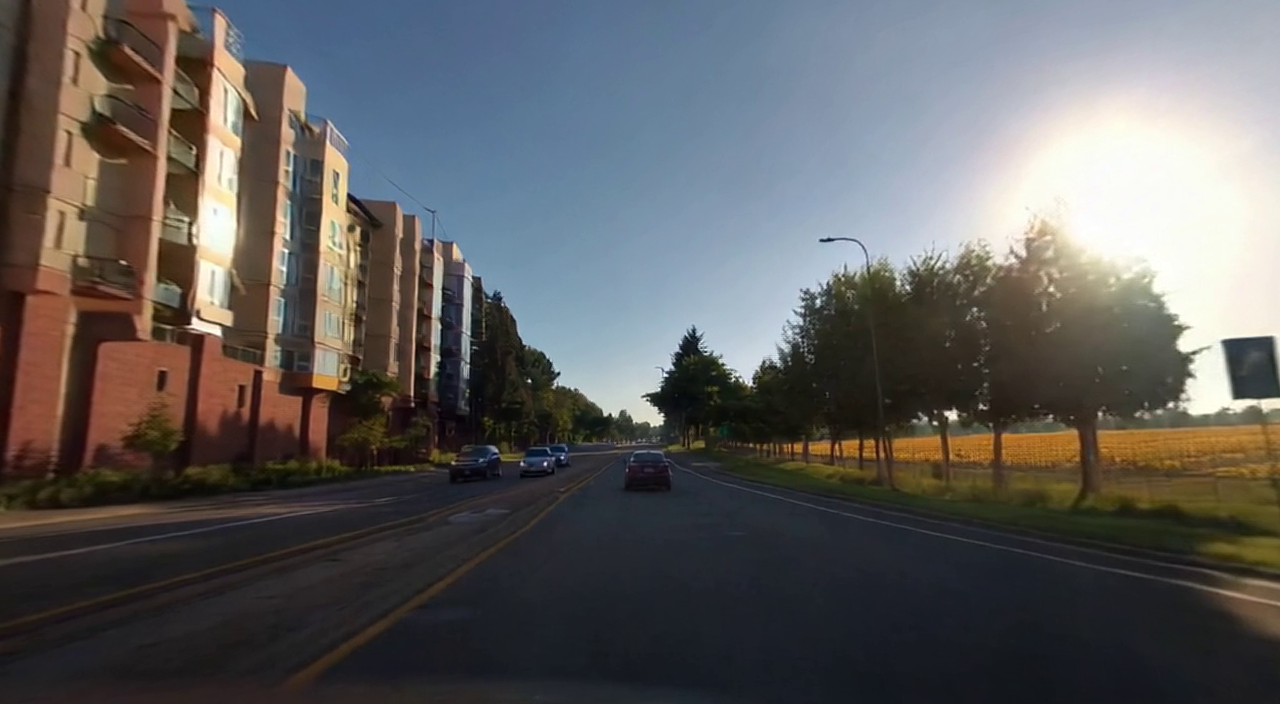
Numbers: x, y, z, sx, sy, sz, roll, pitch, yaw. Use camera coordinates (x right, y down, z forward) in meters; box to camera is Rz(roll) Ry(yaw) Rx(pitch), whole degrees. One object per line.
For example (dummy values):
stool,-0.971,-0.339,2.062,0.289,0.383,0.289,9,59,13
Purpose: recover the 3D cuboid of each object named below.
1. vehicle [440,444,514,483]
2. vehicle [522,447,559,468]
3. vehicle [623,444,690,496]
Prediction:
vehicle,-7.952,5.483,31.168,2.171,1.757,4.706,-1,-9,4
vehicle,-7.645,8.148,48.650,1.988,1.510,4.722,-1,-9,1
vehicle,0.441,3.850,20.767,2.014,1.525,3.670,0,-9,-2
